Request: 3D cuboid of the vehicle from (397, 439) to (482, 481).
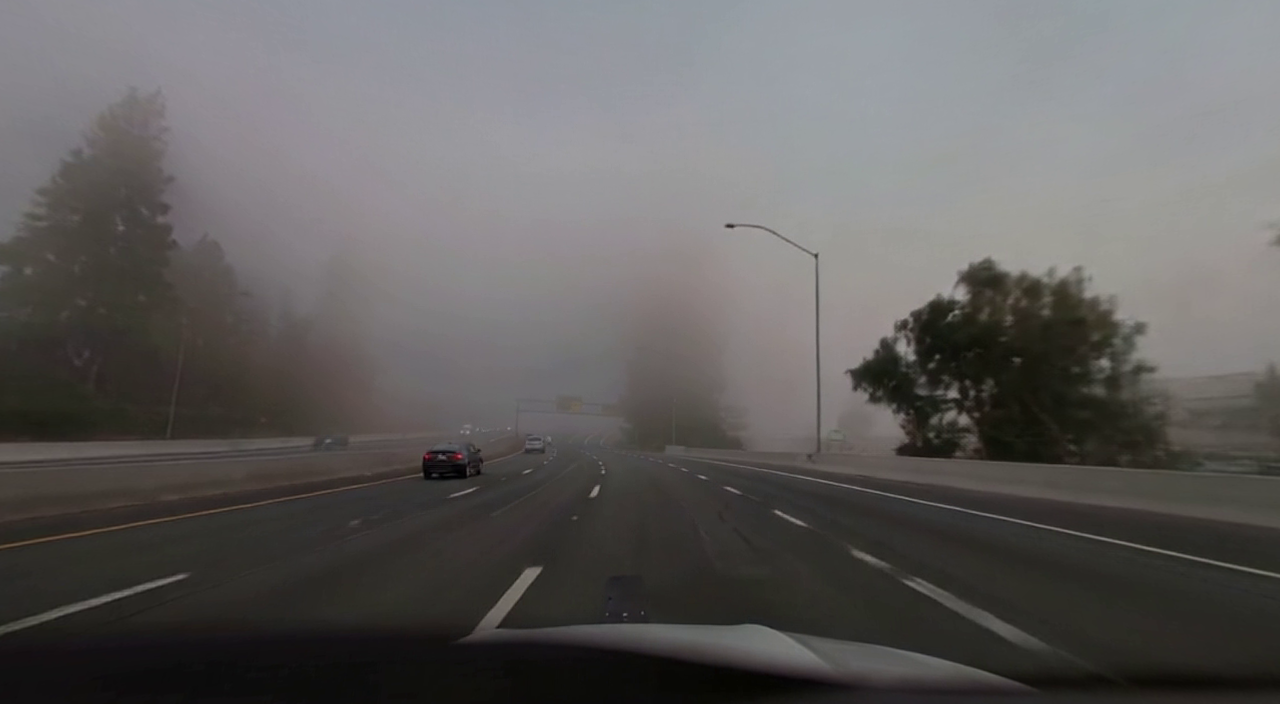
[{"bbox_3d":[-7.719,4.179,24.767,2.025,1.494,4.495,0,-8,-2],"label":"vehicle"}]
